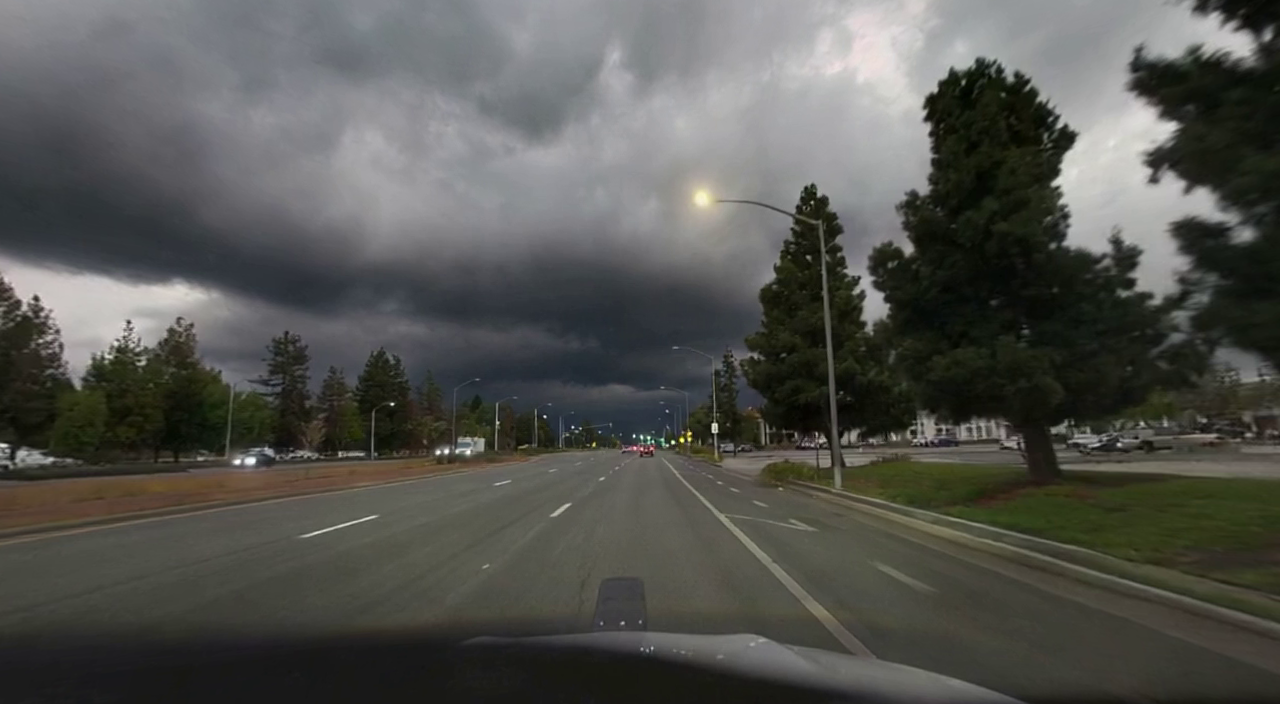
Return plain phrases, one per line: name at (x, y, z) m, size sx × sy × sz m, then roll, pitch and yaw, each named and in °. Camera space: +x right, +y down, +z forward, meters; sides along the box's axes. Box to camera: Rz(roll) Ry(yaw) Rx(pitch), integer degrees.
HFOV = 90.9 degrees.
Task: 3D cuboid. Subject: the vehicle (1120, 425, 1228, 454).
vehicle at (34.374, 5.662, 40.697) m, size 4.863 × 1.801 × 2.160 m, roll -1°, pitch -8°, yaw 3°
